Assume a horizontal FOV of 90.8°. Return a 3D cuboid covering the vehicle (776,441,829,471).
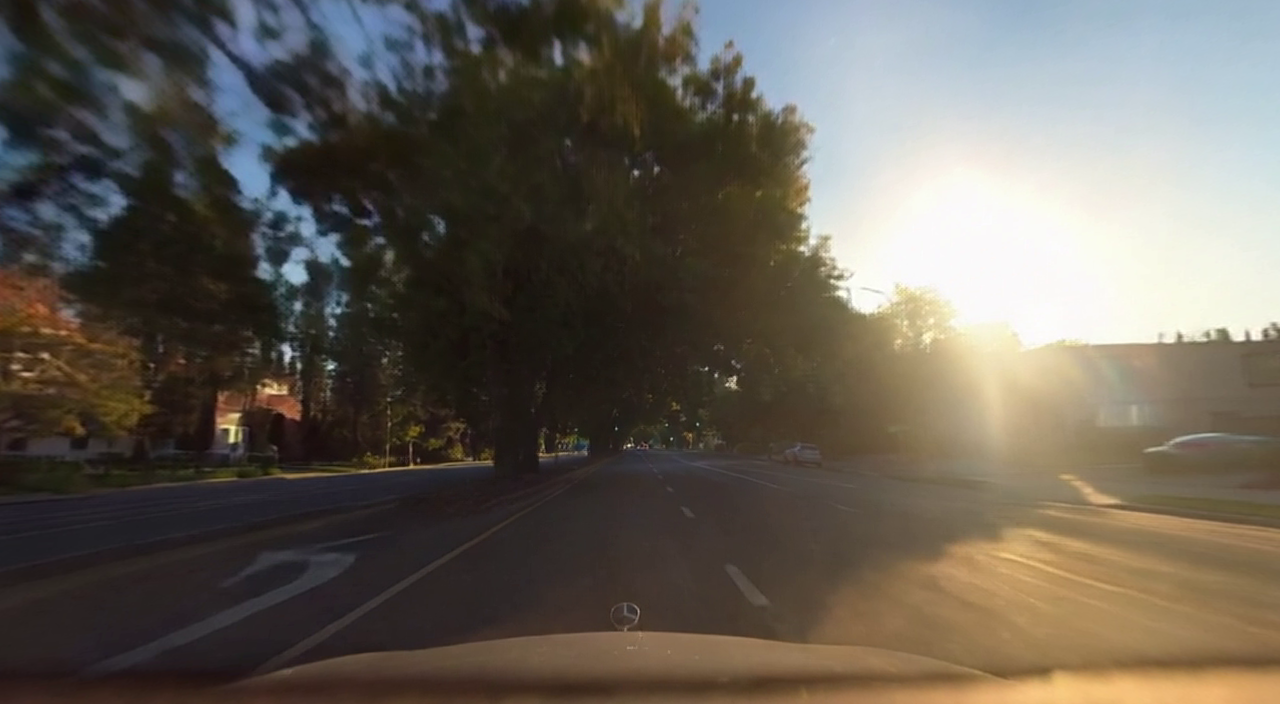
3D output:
[{"bbox_3d":[9.813,6.296,38.533,2.044,1.705,4.668,0,-9,1],"label":"vehicle"}]
